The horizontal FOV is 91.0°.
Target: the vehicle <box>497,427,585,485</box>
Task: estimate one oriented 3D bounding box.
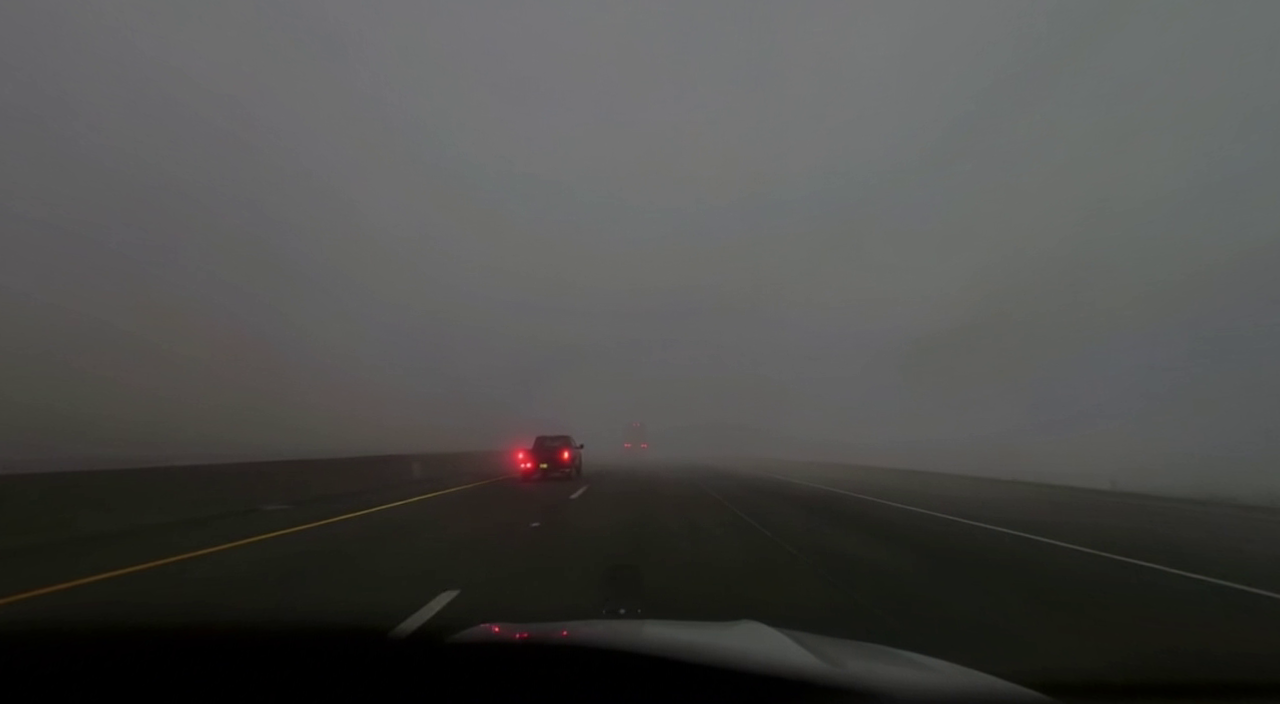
[{"bbox_3d":[-3.554,3.900,23.936,2.379,1.918,5.504,0,-8,1],"label":"vehicle"}]
